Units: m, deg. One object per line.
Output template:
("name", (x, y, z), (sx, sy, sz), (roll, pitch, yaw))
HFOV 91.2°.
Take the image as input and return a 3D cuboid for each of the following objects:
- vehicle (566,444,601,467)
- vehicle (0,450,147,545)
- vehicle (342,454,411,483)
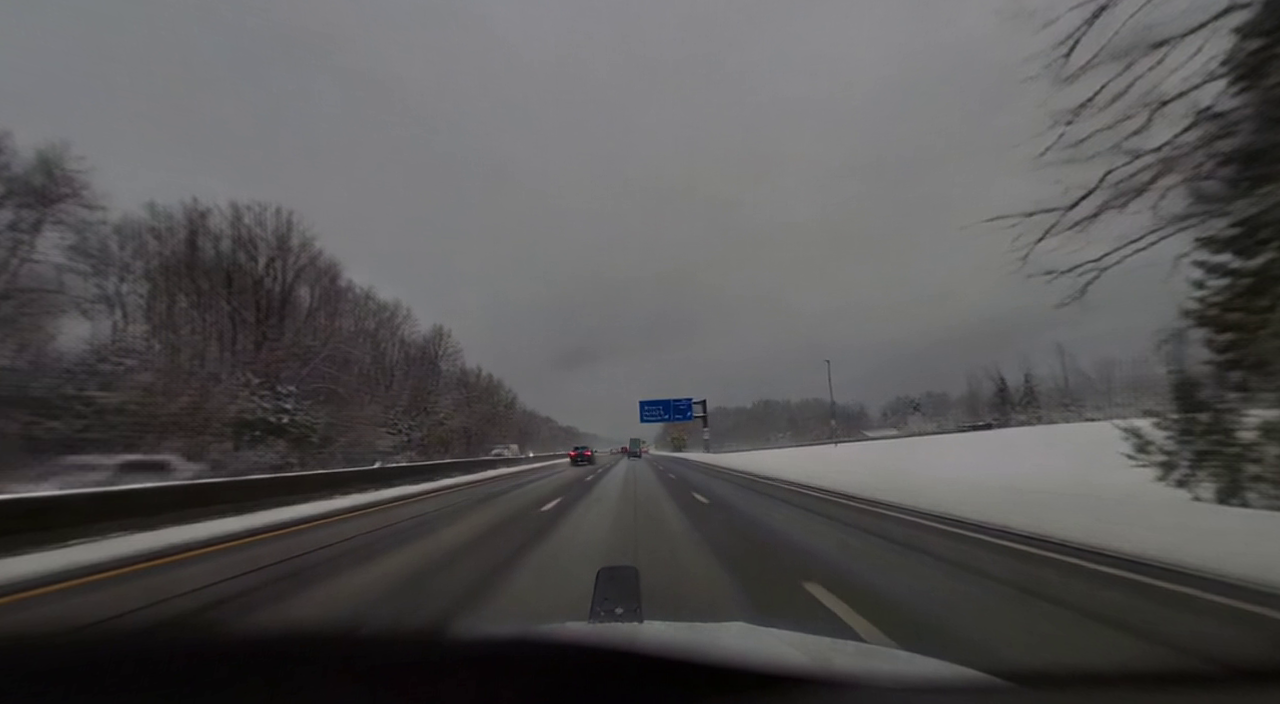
("vehicle", (-4.071, 7.590, 45.986), (2.153, 1.577, 4.707), (0, -9, 0))
("vehicle", (-11.229, 2.488, 10.969), (1.859, 1.504, 4.035), (0, -9, 0))
("vehicle", (-14.890, 6.562, 35.657), (1.882, 1.484, 4.531), (-1, -9, 1))
